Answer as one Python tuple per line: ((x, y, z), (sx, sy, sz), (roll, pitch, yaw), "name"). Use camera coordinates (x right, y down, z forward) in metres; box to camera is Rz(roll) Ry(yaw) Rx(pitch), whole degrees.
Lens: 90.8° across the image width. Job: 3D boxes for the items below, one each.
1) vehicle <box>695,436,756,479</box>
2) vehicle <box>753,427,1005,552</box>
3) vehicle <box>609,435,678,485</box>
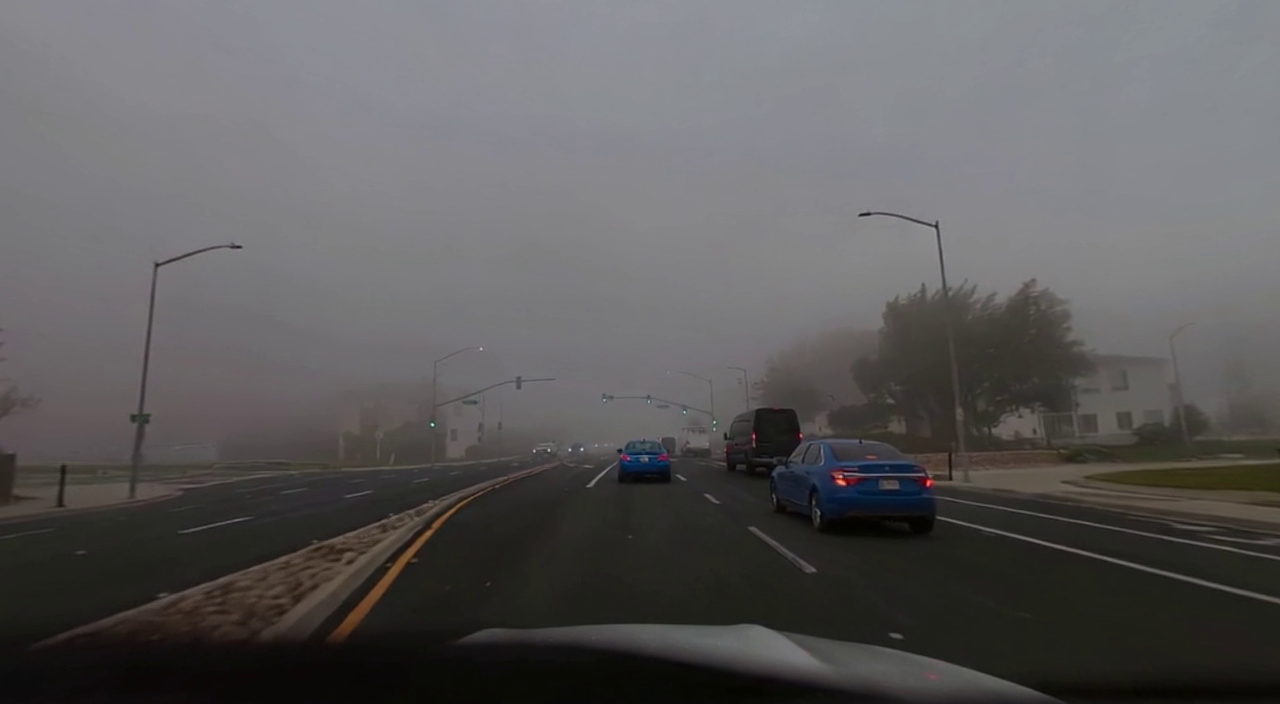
((3.261, 4.082, 24.637), (1.775, 1.499, 3.488), (0, -9, -2), "vehicle")
((3.369, 2.044, 10.151), (2.161, 1.519, 4.568), (0, -9, -1), "vehicle")
((0.054, 3.576, 21.141), (2.093, 1.497, 4.010), (0, -9, -1), "vehicle")
